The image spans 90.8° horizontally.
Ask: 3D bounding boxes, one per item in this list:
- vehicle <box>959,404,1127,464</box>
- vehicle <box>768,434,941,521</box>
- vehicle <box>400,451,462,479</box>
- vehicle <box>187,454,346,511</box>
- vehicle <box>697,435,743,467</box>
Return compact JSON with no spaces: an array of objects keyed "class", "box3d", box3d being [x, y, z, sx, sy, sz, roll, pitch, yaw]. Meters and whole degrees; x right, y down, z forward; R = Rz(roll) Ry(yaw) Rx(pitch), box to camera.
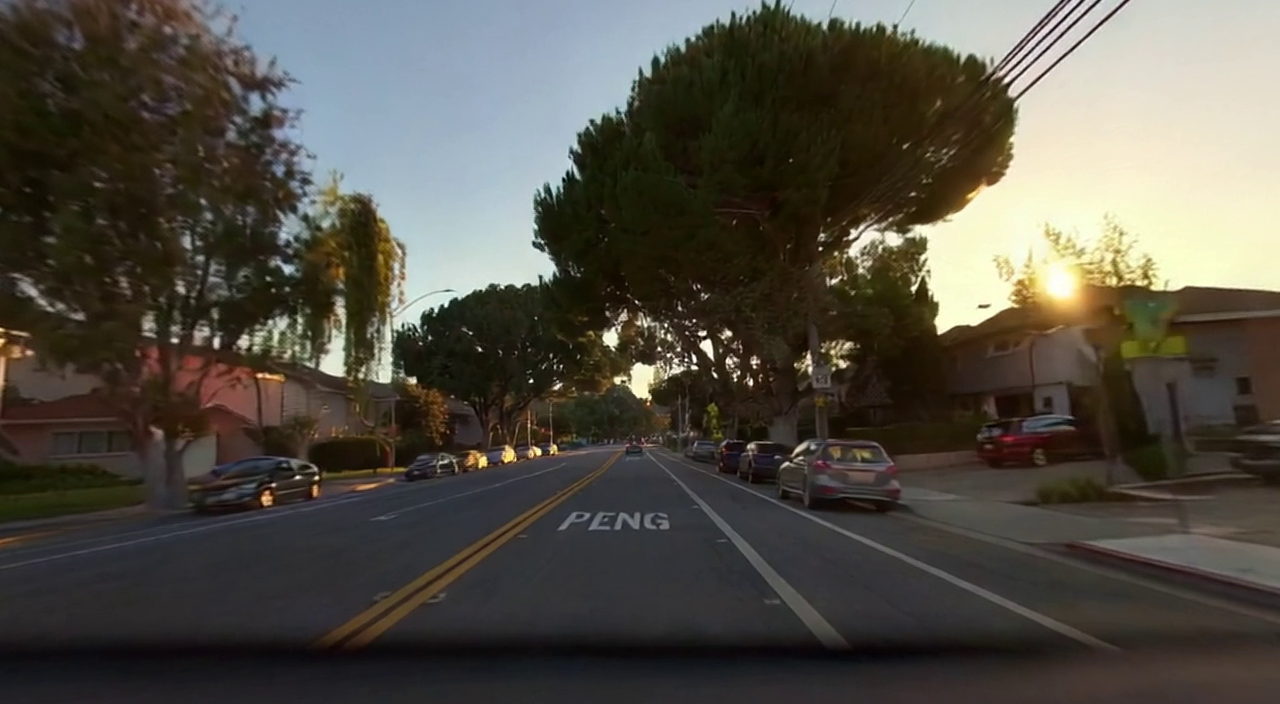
[{"class":"vehicle","box3d":[13.282,2.755,21.054,4.180,1.707,2.083,2,-9,0]},{"class":"vehicle","box3d":[4.378,2.629,13.823,1.920,1.541,4.709,0,-9,-3]},{"class":"vehicle","box3d":[-11.581,6.267,35.294,1.867,1.452,4.331,-1,-9,1]},{"class":"vehicle","box3d":[-11.442,3.982,19.838,2.079,1.509,4.591,-1,-9,2]},{"class":"vehicle","box3d":[4.534,5.712,36.496,1.993,1.743,4.525,0,-9,0]}]
